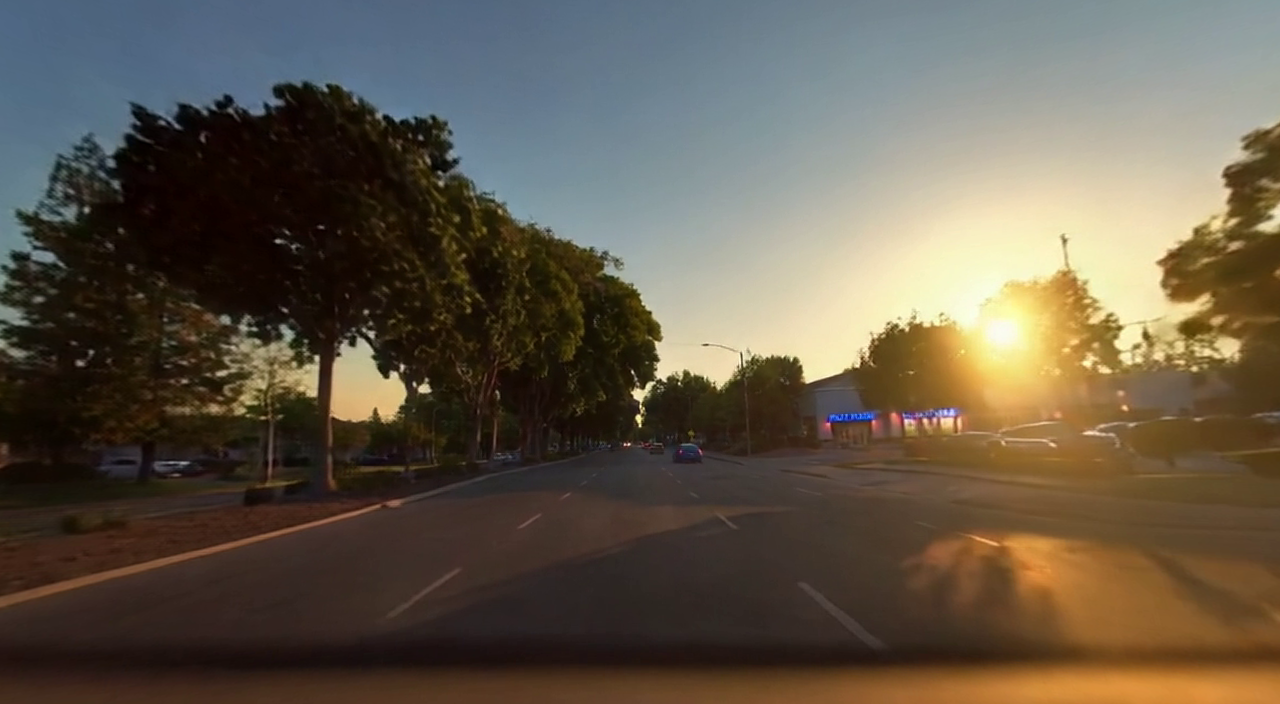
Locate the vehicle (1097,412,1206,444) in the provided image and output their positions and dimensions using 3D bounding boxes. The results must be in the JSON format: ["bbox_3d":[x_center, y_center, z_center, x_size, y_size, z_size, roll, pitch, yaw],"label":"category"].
[{"bbox_3d":[27.573,4.138,34.289,2.037,1.633,4.447,1,-7,-4],"label":"vehicle"}]

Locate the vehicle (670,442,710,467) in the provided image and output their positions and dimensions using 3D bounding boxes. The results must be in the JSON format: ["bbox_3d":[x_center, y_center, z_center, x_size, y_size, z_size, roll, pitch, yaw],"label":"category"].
[{"bbox_3d":[3.149,6.586,40.746,2.033,1.482,4.571,0,-8,-2],"label":"vehicle"}]

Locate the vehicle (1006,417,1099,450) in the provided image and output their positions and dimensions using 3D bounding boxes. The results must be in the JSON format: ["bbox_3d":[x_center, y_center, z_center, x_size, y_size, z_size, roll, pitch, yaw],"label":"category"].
[{"bbox_3d":[21.792,4.382,33.631,1.911,1.604,4.411,0,-8,-1],"label":"vehicle"}]

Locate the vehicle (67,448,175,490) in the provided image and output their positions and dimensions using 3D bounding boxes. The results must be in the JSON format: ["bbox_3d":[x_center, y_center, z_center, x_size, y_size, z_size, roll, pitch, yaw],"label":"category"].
[{"bbox_3d":[-35.189,7.894,43.144,2.182,2.543,6.006,0,-8,0],"label":"vehicle"}]
